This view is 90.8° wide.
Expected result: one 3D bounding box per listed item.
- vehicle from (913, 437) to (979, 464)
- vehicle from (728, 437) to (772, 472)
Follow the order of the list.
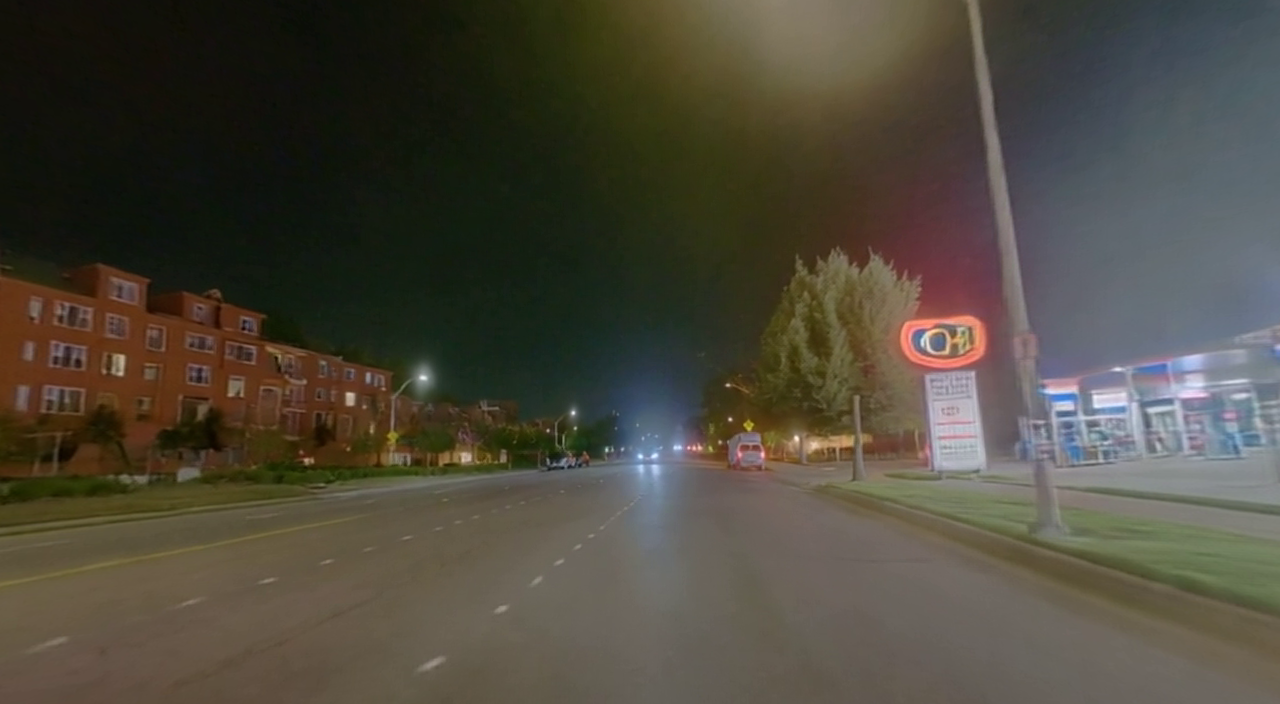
[{"bbox_3d":[16.935,5.482,35.195,1.919,1.411,4.440,-1,-9,7],"label":"vehicle"},{"bbox_3d":[6.353,5.971,37.045,2.194,1.896,5.049,-1,-9,6],"label":"vehicle"}]
